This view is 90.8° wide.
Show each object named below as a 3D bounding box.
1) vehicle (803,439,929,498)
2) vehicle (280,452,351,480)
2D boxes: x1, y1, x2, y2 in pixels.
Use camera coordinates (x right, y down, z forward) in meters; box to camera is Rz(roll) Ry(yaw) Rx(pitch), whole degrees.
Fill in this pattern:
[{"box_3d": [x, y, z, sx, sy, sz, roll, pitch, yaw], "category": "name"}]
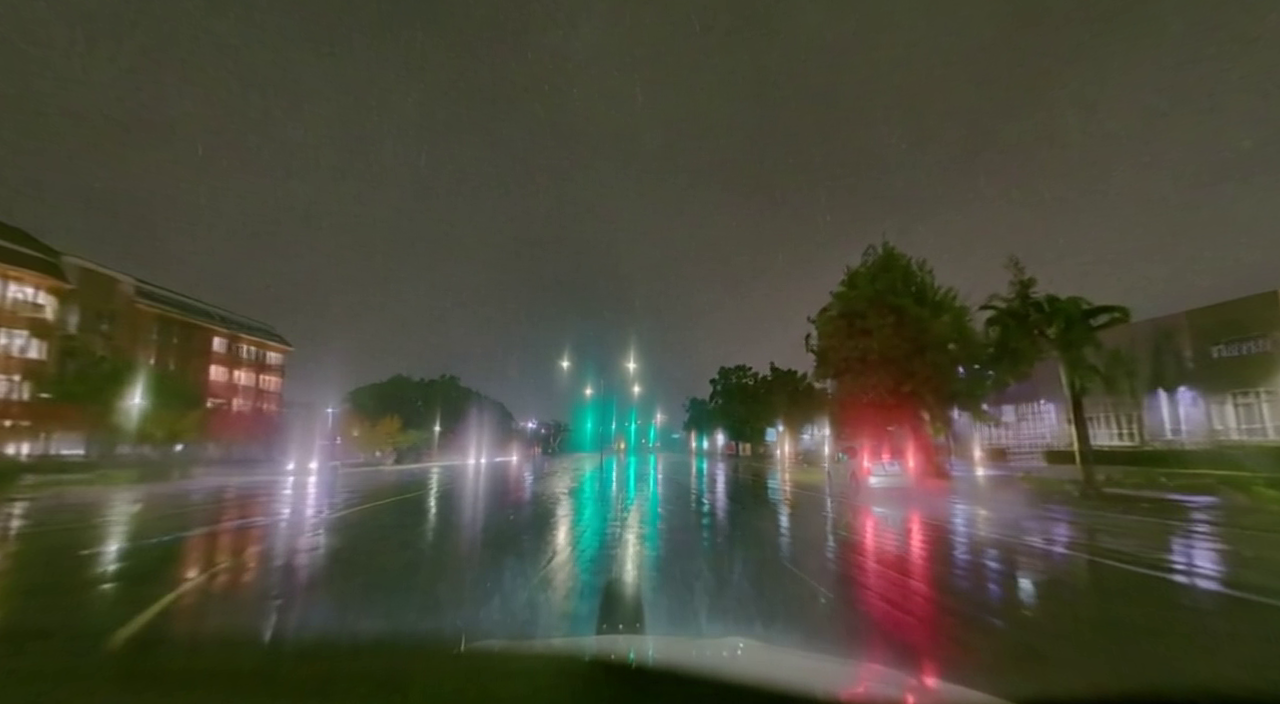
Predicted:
[{"box_3d": [6.543, 3.406, 18.952, 1.913, 1.504, 4.738, 0, -8, -1], "category": "vehicle"}, {"box_3d": [-19.373, 6.812, 37.963, 1.895, 1.458, 4.586, -2, -9, 0], "category": "vehicle"}]
